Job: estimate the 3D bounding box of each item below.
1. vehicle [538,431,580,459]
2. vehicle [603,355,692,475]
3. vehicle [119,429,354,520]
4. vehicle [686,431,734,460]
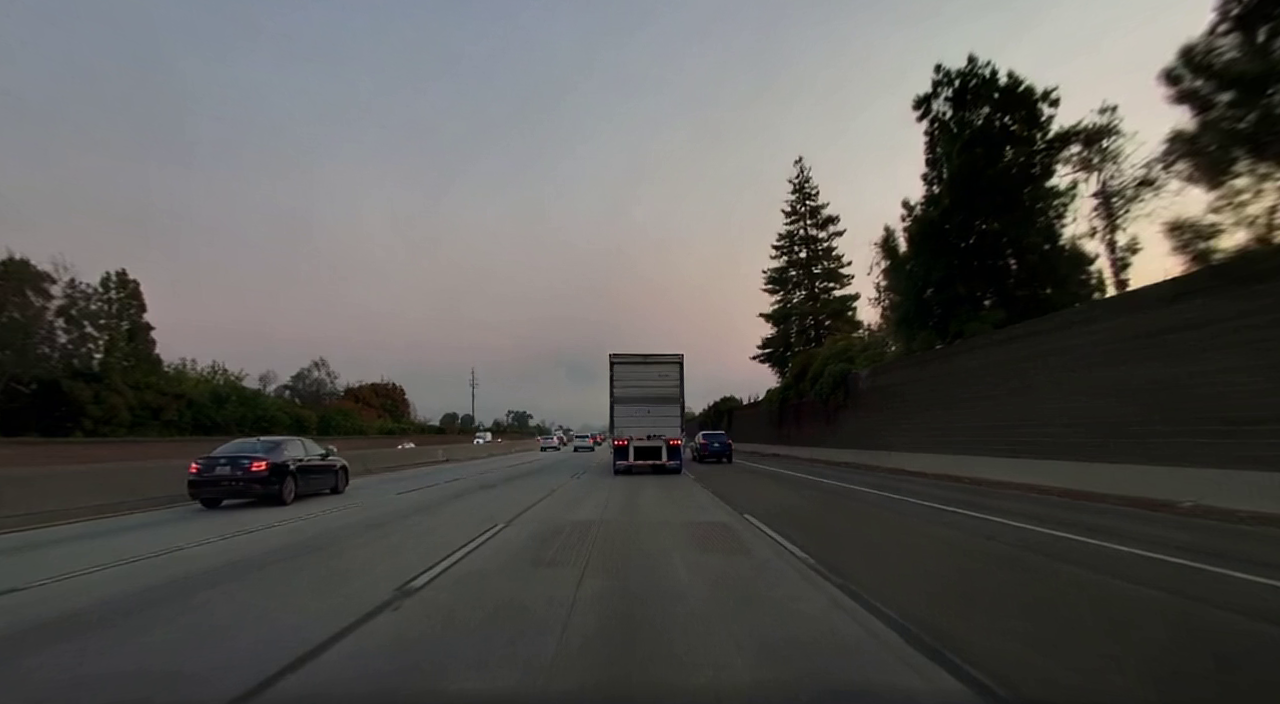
[{"bbox_3d":[-5.054,5.836,39.799,2.134,1.650,4.133,0,-8,-1],"label":"vehicle"},{"bbox_3d":[0.012,2.763,25.905,2.904,3.915,10.473,0,-8,-2],"label":"vehicle"},{"bbox_3d":[-7.681,2.315,12.559,2.059,1.500,4.001,0,-8,-1],"label":"vehicle"},{"bbox_3d":[3.857,5.230,35.483,2.044,1.508,4.716,0,-8,-2],"label":"vehicle"}]
